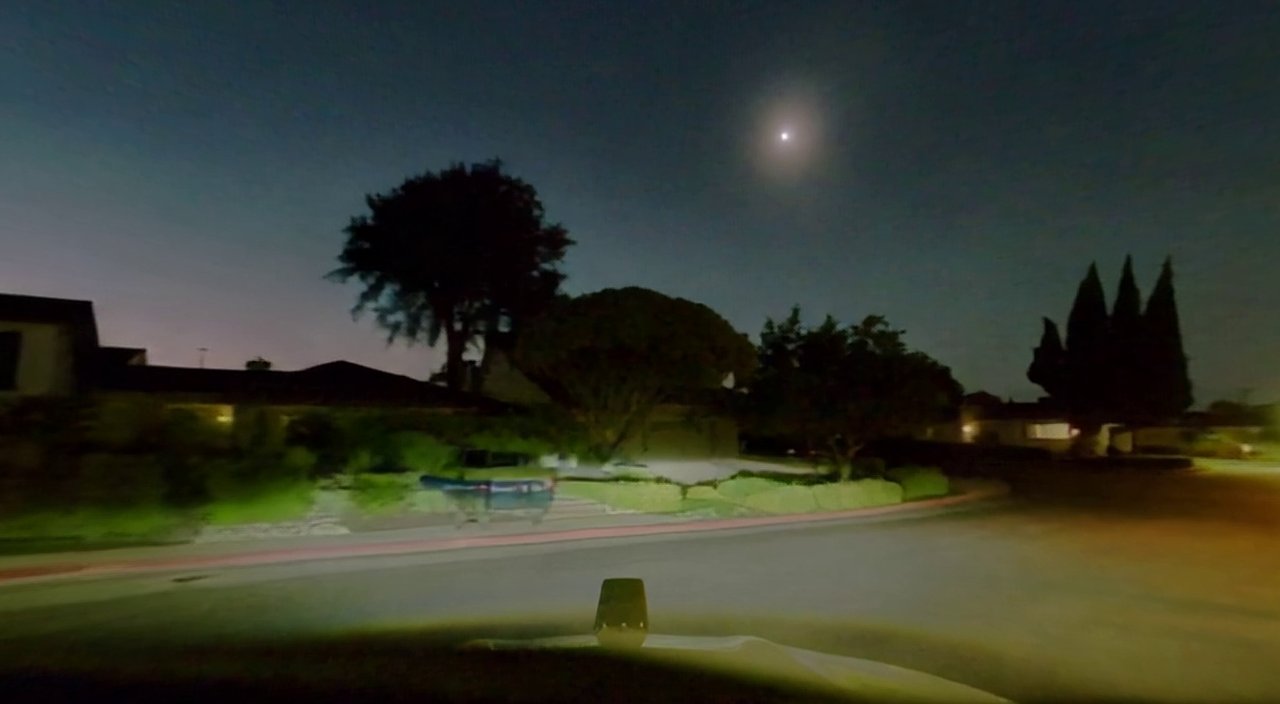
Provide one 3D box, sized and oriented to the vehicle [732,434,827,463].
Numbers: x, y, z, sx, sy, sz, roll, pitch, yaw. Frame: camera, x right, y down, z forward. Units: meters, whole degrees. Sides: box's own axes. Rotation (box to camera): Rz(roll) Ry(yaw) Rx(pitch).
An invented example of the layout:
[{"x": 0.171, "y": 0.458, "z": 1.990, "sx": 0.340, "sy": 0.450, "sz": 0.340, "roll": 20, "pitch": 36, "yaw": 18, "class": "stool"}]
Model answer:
[{"x": 7.708, "y": 5.318, "z": 34.757, "sx": 5.089, "sy": 1.517, "sz": 1.791, "roll": 4, "pitch": -11, "yaw": -27, "class": "vehicle"}]
